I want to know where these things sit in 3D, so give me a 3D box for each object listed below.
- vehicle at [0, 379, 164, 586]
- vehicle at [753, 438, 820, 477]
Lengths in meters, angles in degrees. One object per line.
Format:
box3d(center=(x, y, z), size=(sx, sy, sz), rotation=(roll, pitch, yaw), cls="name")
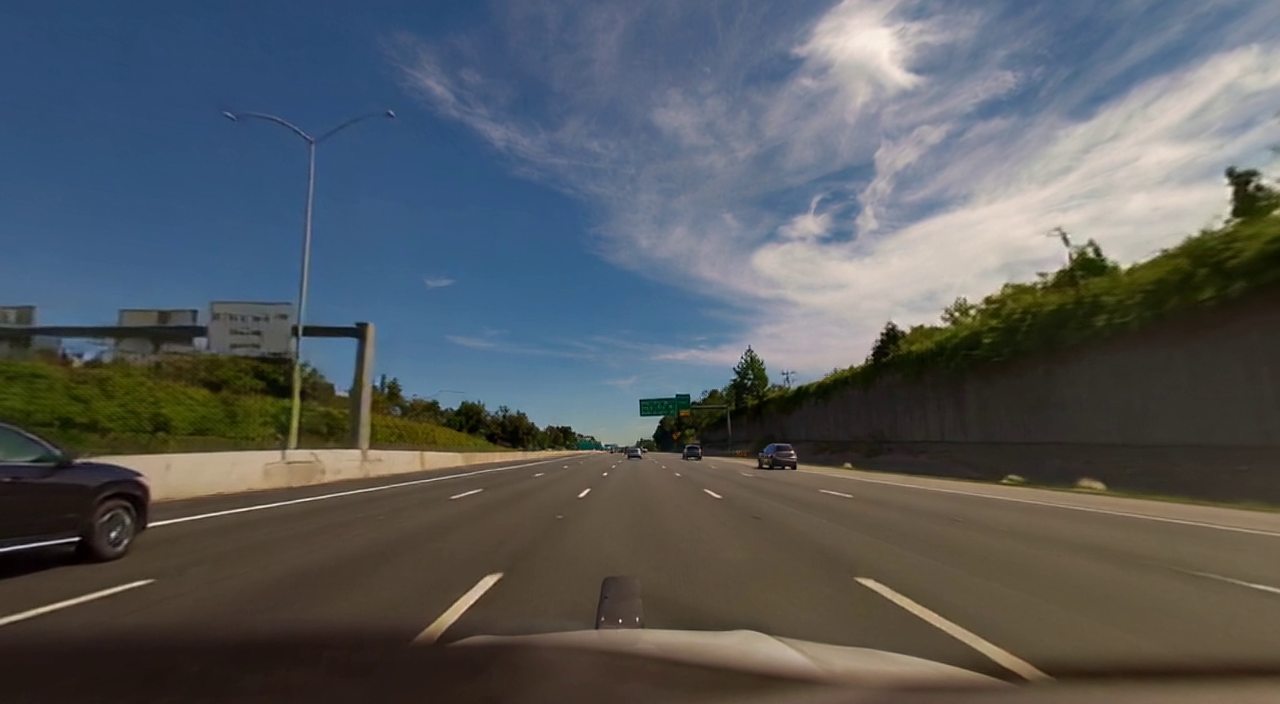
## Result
box3d(center=(-7.500, 1.194, 5.602), size=(2.431, 2.005, 5.166), rotation=(0, -9, 0), cls="vehicle")
box3d(center=(7.169, 5.200, 31.298), size=(2.167, 1.781, 4.340), rotation=(0, -9, -1), cls="vehicle")
